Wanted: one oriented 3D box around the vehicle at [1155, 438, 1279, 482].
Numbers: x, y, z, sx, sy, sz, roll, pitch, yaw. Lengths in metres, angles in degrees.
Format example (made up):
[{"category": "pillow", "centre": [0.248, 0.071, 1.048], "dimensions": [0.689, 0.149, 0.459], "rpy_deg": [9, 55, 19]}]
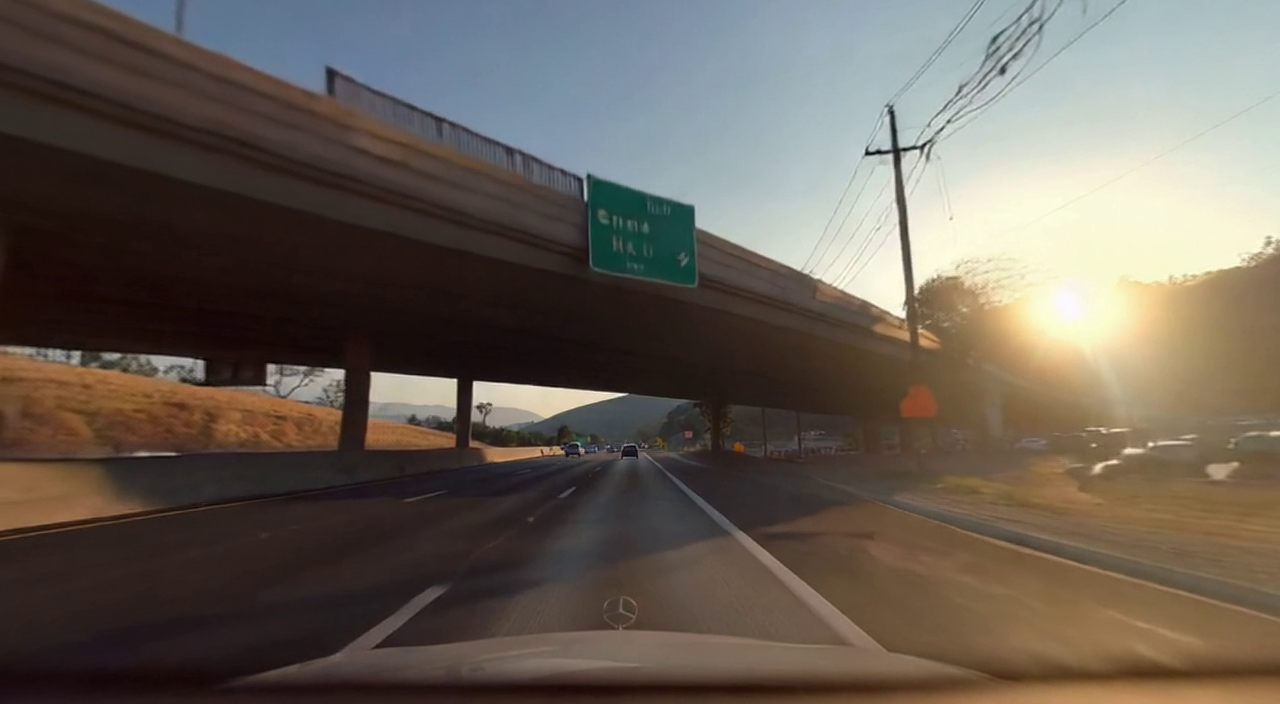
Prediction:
[{"category": "vehicle", "centre": [27.134, 4.608, 27.757], "dimensions": [2.662, 1.574, 14.296], "rpy_deg": [-5, -9, 21]}]
